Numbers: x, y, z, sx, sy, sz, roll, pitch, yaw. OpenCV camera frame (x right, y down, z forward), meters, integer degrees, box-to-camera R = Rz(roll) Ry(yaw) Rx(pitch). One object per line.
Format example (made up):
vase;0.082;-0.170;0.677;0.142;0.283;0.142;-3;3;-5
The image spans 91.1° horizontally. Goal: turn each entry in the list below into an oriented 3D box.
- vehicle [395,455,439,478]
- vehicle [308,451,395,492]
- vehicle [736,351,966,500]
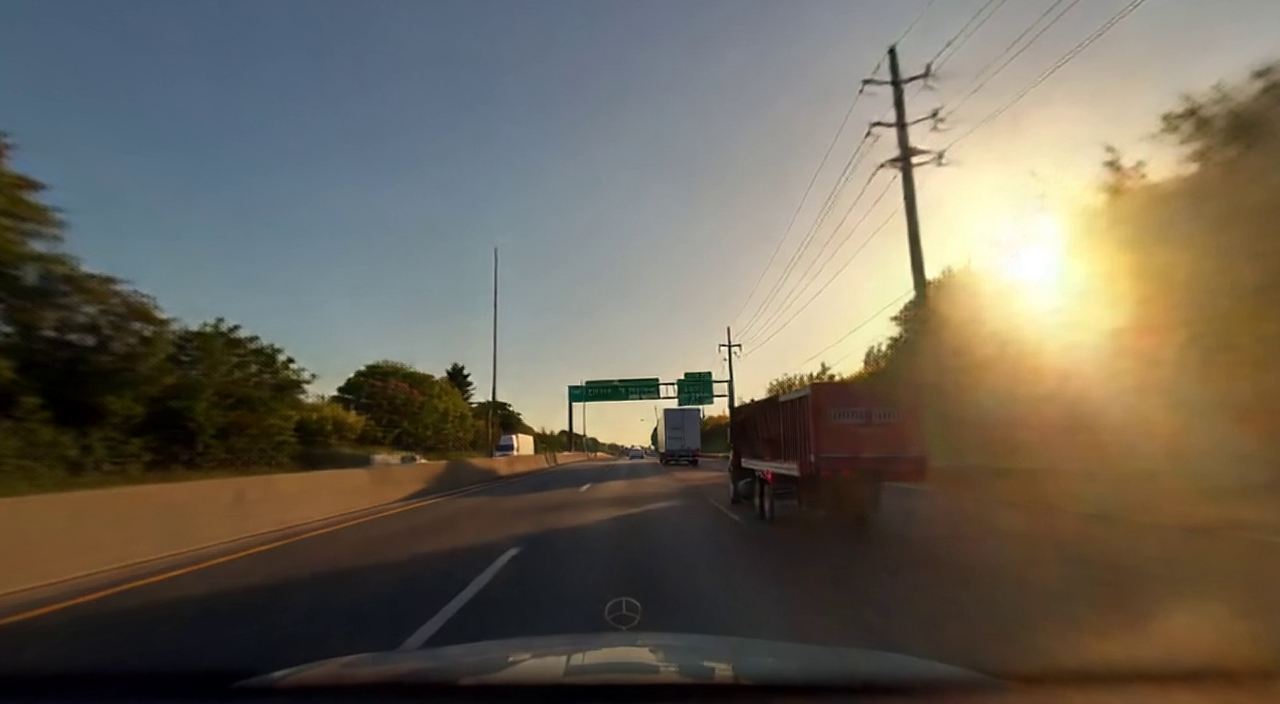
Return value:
vehicle;-15.562;7.995;44.073;1.740;1.476;3.811;0;-9;0
vehicle;-11.828;4.884;26.041;1.804;1.500;3.794;0;-9;-1
vehicle;7.195;3.337;26.294;3.400;4.134;17.388;0;-9;-1
